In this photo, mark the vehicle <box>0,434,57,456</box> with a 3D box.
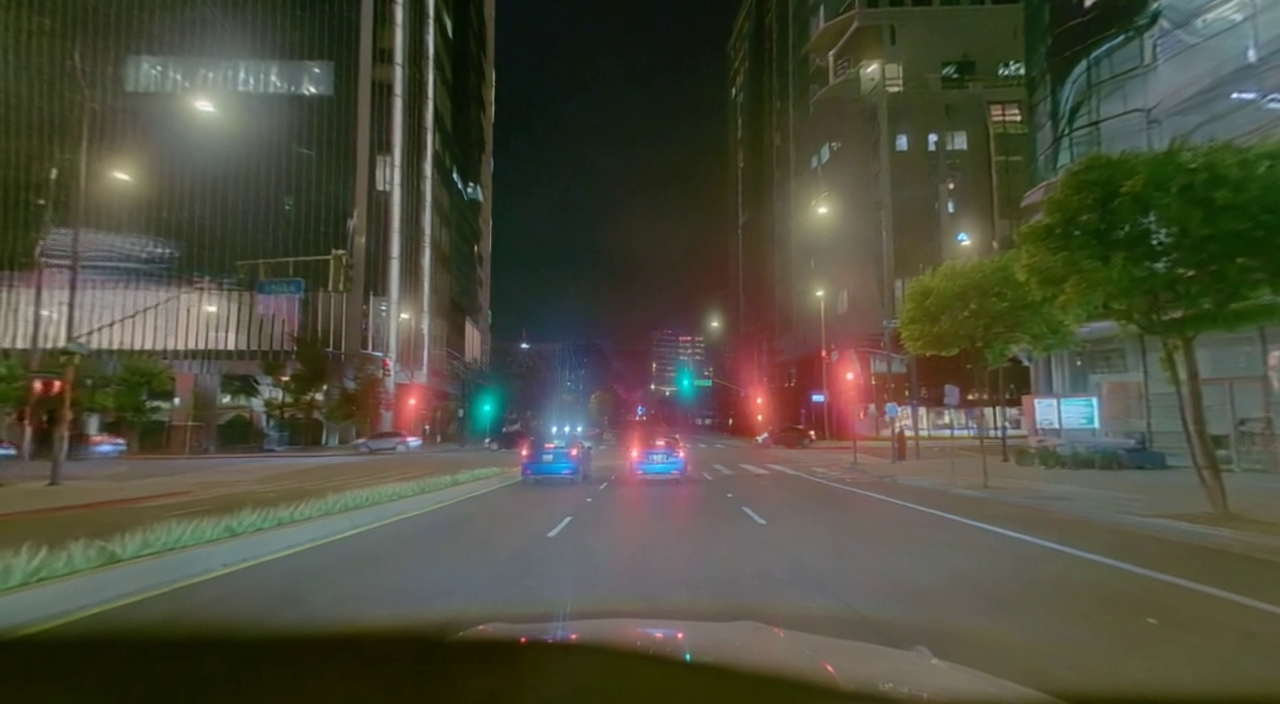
[{"bbox_3d":[-46.425,6.880,46.734,4.314,1.571,1.846,2,-9,-9],"label":"vehicle"}]

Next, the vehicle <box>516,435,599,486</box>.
[{"bbox_3d":[-2.584,3.542,20.945,1.995,1.479,4.627,0,-9,2],"label":"vehicle"}]

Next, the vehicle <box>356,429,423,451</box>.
[{"bbox_3d":[-19.269,6.827,48.780,4.410,1.656,2.302,2,-9,-11],"label":"vehicle"}]

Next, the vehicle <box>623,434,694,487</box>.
[{"bbox_3d":[0.540,3.353,19.836,2.016,1.478,3.795,0,-9,1],"label":"vehicle"}]

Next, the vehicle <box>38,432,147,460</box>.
[{"bbox_3d":[-36.114,6.211,41.788,4.964,1.789,1.941,2,-9,-11],"label":"vehicle"}]

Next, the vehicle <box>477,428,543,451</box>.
[{"bbox_3d":[-9.687,6.578,47.234,4.694,1.677,1.847,2,-9,-10],"label":"vehicle"}]
